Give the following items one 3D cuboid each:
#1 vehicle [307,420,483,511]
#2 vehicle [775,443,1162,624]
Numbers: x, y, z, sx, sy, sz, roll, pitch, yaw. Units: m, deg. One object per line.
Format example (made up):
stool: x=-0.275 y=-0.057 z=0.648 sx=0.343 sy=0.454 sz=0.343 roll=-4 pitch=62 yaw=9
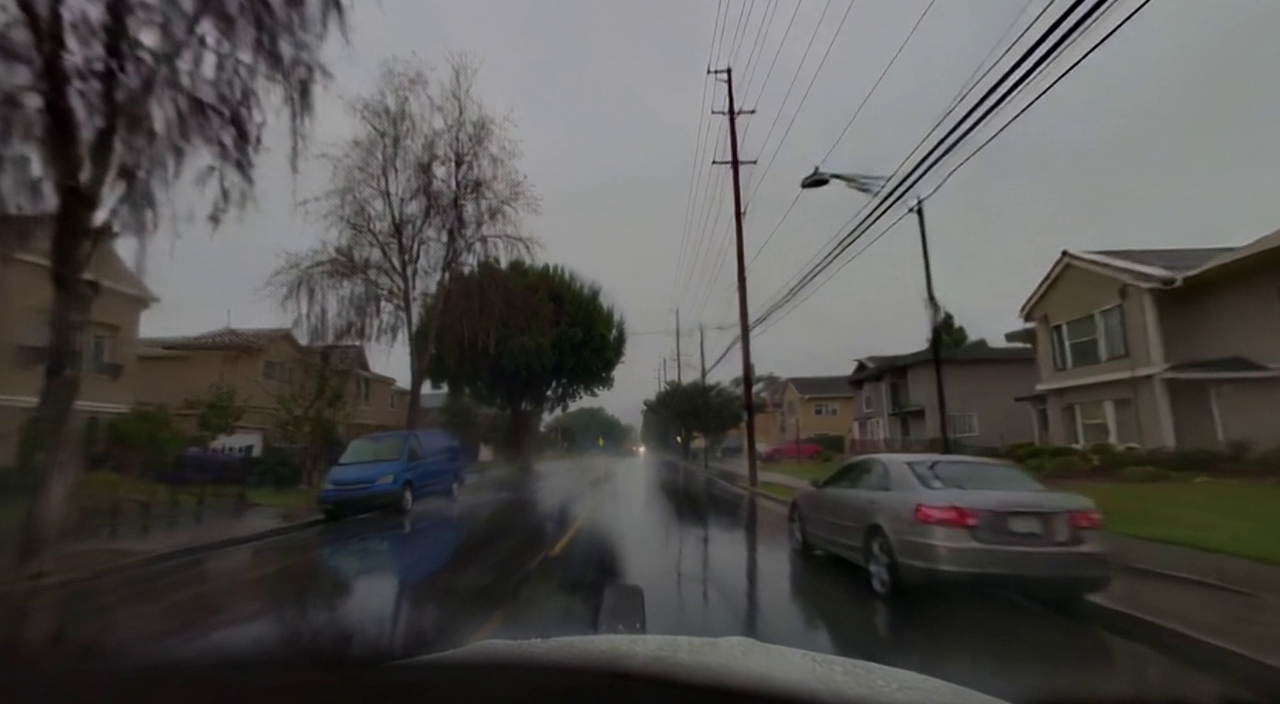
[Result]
vehicle: x=-5.892 y=2.830 z=16.115 sx=2.263 sy=1.915 sz=5.071 roll=-1 pitch=-9 yaw=2
vehicle: x=3.190 y=1.829 z=7.474 sx=1.944 sy=1.439 sz=4.500 roll=1 pitch=-9 yaw=-4
